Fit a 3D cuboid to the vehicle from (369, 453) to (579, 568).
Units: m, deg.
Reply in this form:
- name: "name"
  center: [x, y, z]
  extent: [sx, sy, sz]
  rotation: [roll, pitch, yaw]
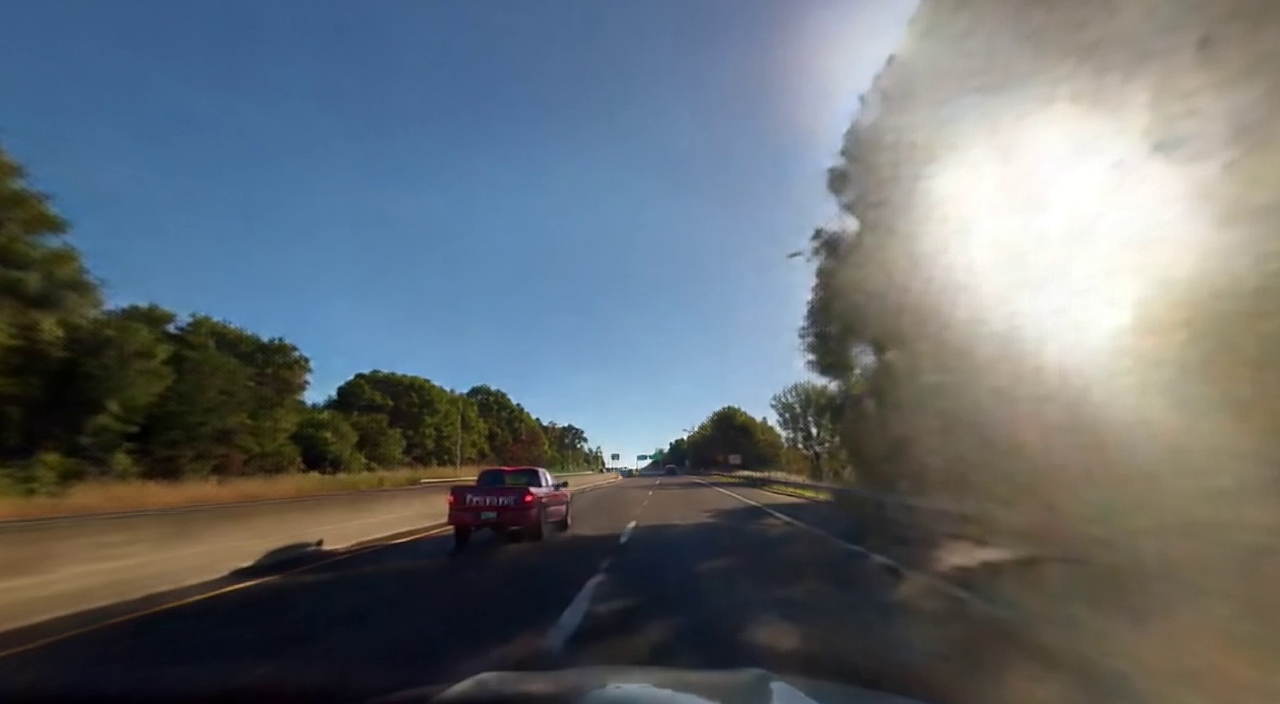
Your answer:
- name: "vehicle"
  center: [-2.510, 2.626, 11.144]
  extent: [2.135, 1.506, 5.041]
  rotation: [0, -10, 2]
